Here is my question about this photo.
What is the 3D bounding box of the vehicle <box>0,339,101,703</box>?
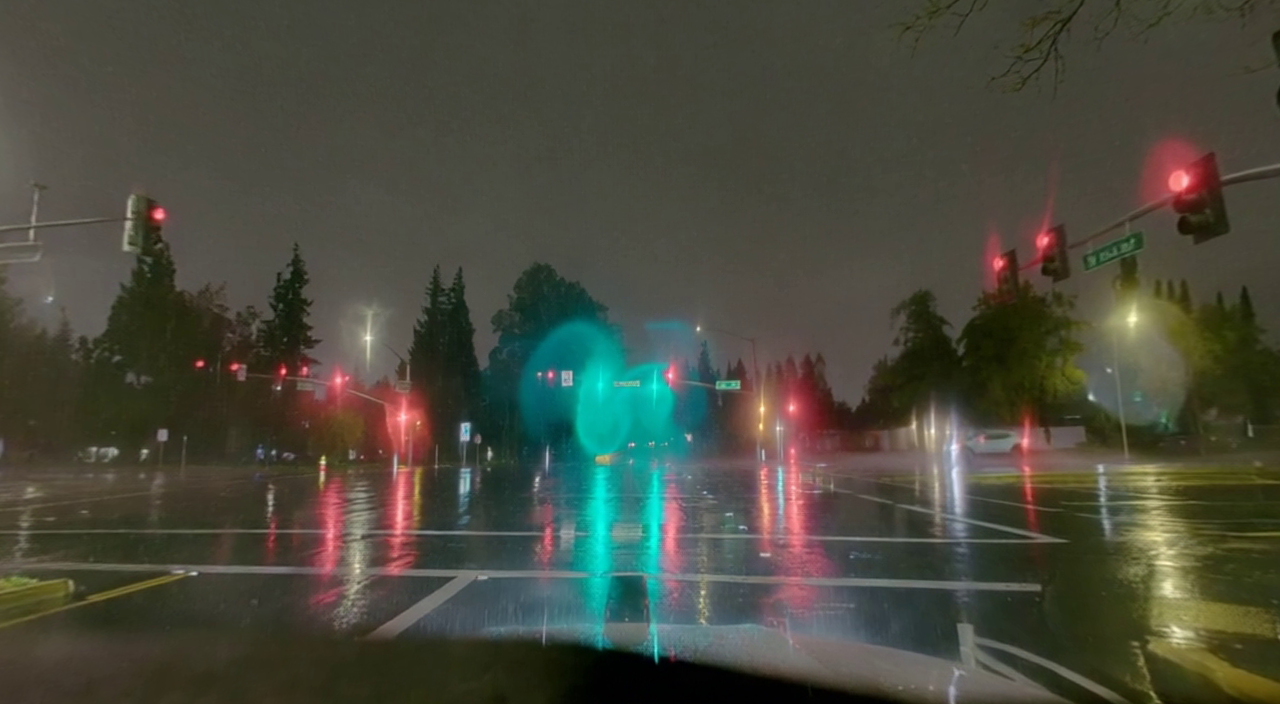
[{"bbox_3d":[-3.264,0.532,0.410,1.954,1.689,4.347,0,-8,0],"label":"vehicle"}]

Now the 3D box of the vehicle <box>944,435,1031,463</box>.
[{"bbox_3d":[18.903,5.290,34.480,3.952,1.468,1.768,-4,-9,22],"label":"vehicle"}]
